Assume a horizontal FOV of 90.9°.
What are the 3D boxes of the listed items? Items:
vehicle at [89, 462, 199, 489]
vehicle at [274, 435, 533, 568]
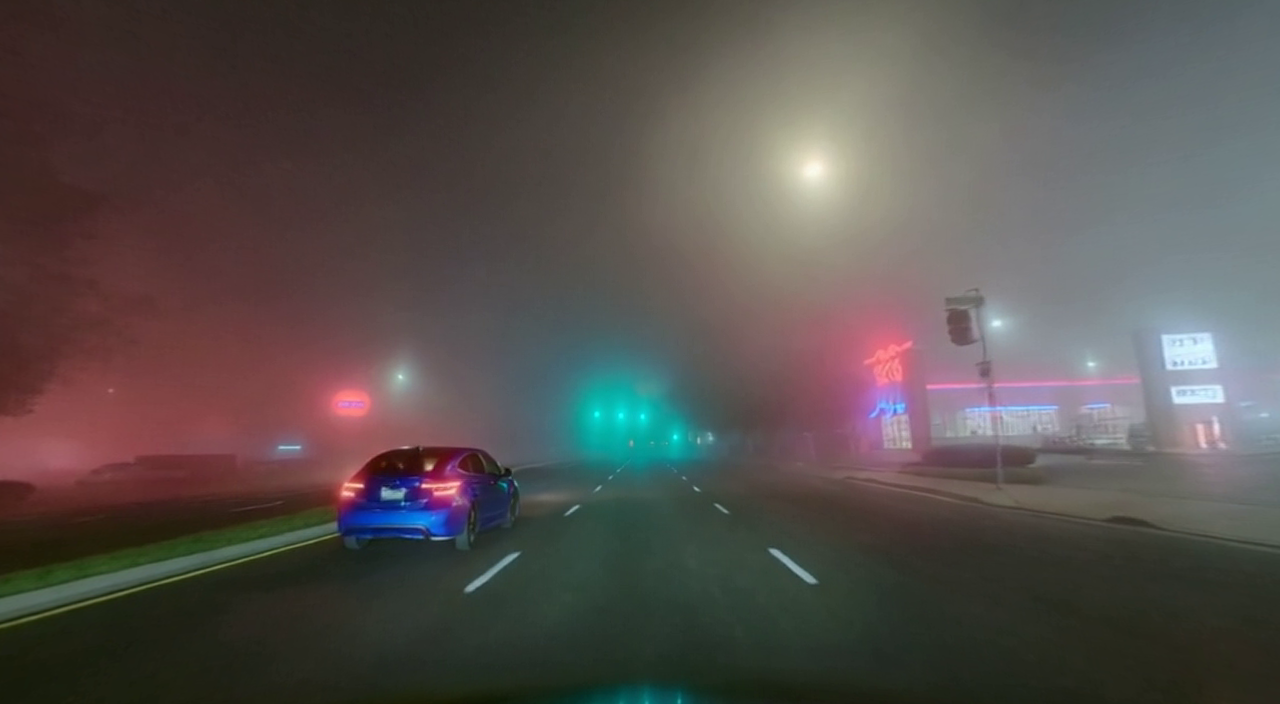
[{"bbox_3d":[-30.909,7.704,39.517,4.960,1.464,2.137,4,-9,-24],"label":"vehicle"},{"bbox_3d":[-3.042,2.021,9.427,2.082,1.460,4.636,0,-8,0],"label":"vehicle"}]
